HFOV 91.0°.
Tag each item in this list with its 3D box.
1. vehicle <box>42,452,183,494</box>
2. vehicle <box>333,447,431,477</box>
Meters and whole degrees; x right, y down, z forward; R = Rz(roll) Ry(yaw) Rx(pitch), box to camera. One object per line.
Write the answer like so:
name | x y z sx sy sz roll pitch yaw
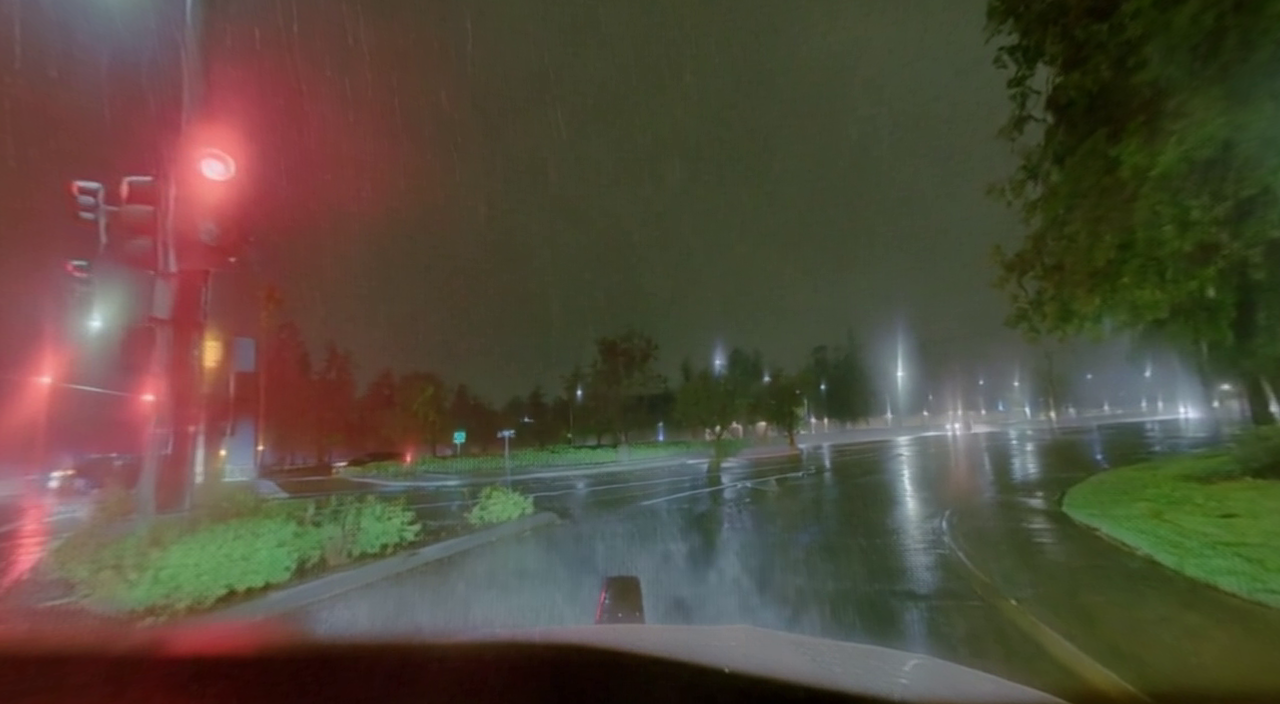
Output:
vehicle | -24.800 5.630 29.732 4.782 1.776 2.118 8 -12 -44
vehicle | -13.901 5.905 34.085 1.811 1.444 4.527 -9 -12 44
